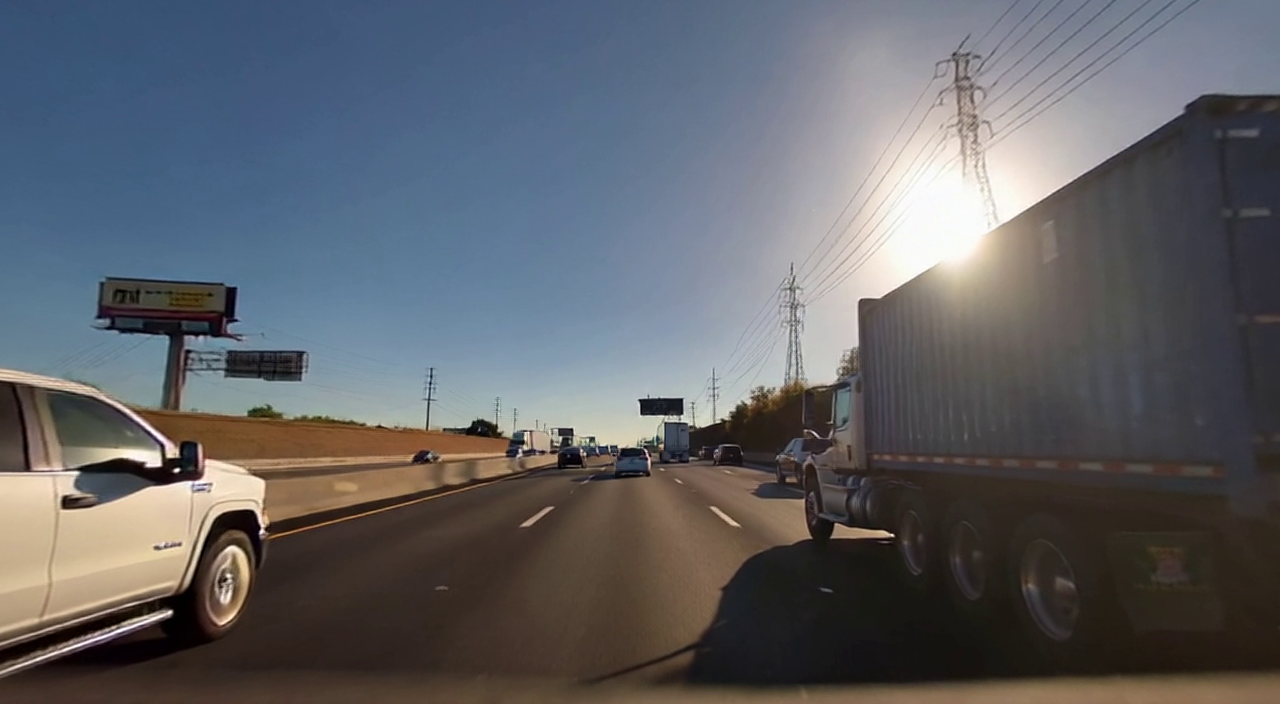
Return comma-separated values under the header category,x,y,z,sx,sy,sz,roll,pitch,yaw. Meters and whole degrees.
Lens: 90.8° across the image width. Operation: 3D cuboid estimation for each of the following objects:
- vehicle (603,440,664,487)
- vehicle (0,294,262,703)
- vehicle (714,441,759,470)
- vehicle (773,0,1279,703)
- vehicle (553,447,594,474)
category,x,y,z,sx,sy,sz,roll,pitch,yaw
vehicle,-0.240,4.344,24.957,2.191,1.685,4.015,0,-9,0
vehicle,-4.225,0.598,1.961,2.323,2.046,6.006,0,-9,1
vehicle,6.956,7.542,46.246,2.302,1.973,5.502,0,-9,-1
vehicle,3.444,0.145,4.537,3.013,3.940,7.933,0,-9,-1
vehicle,-3.957,6.544,38.272,2.025,1.498,4.675,0,-9,0
